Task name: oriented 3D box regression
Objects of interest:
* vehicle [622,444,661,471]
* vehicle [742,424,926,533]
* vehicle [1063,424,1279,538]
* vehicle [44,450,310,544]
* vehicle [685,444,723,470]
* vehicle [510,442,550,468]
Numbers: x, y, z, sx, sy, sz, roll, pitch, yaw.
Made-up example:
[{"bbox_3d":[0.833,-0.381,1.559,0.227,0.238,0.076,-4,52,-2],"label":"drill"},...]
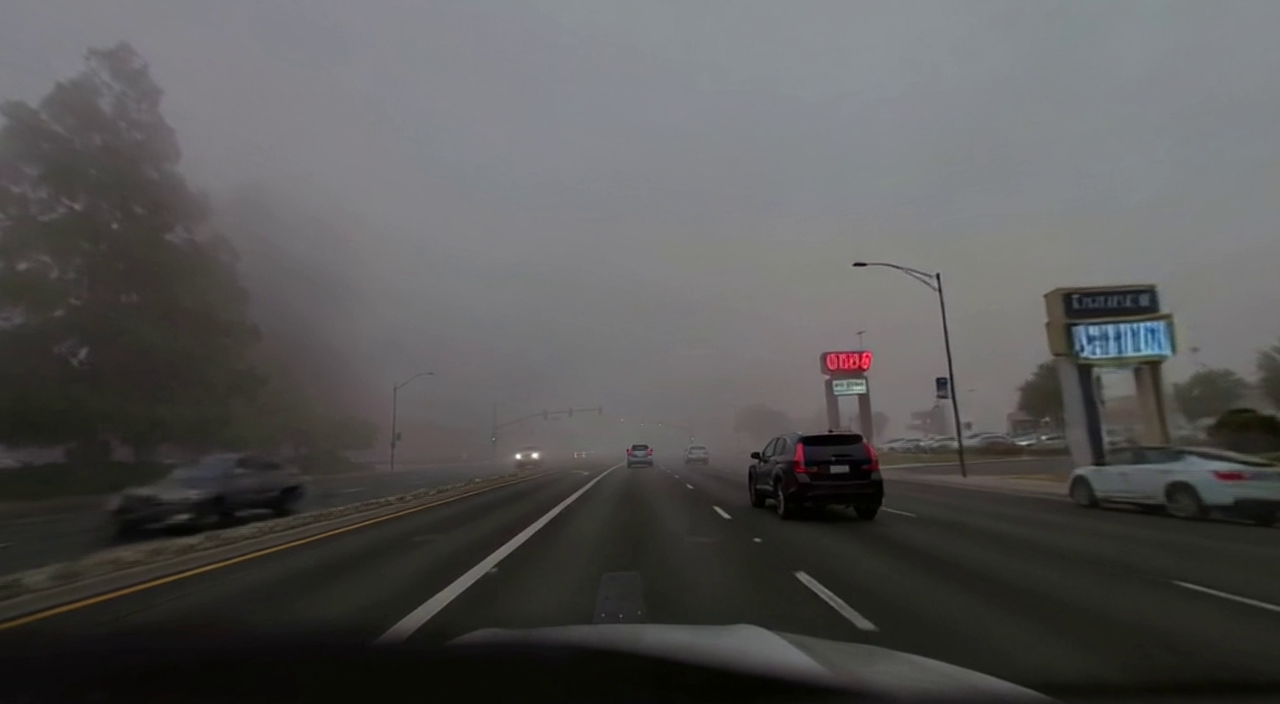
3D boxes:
[{"bbox_3d":[0.084,6.184,37.190,2.135,1.468,4.076,0,-8,0],"label":"vehicle"},{"bbox_3d":[3.341,2.272,11.931,2.022,1.643,4.326,0,-9,-1],"label":"vehicle"},{"bbox_3d":[10.771,2.288,11.829,2.154,1.690,5.208,0,-9,1],"label":"vehicle"},{"bbox_3d":[-8.467,2.632,12.199,1.862,1.446,4.333,0,-8,0],"label":"vehicle"},{"bbox_3d":[3.856,6.420,38.804,1.889,1.473,4.303,0,-9,0],"label":"vehicle"},{"bbox_3d":[-8.413,7.901,48.784,2.142,1.872,4.689,0,-9,1],"label":"vehicle"}]
